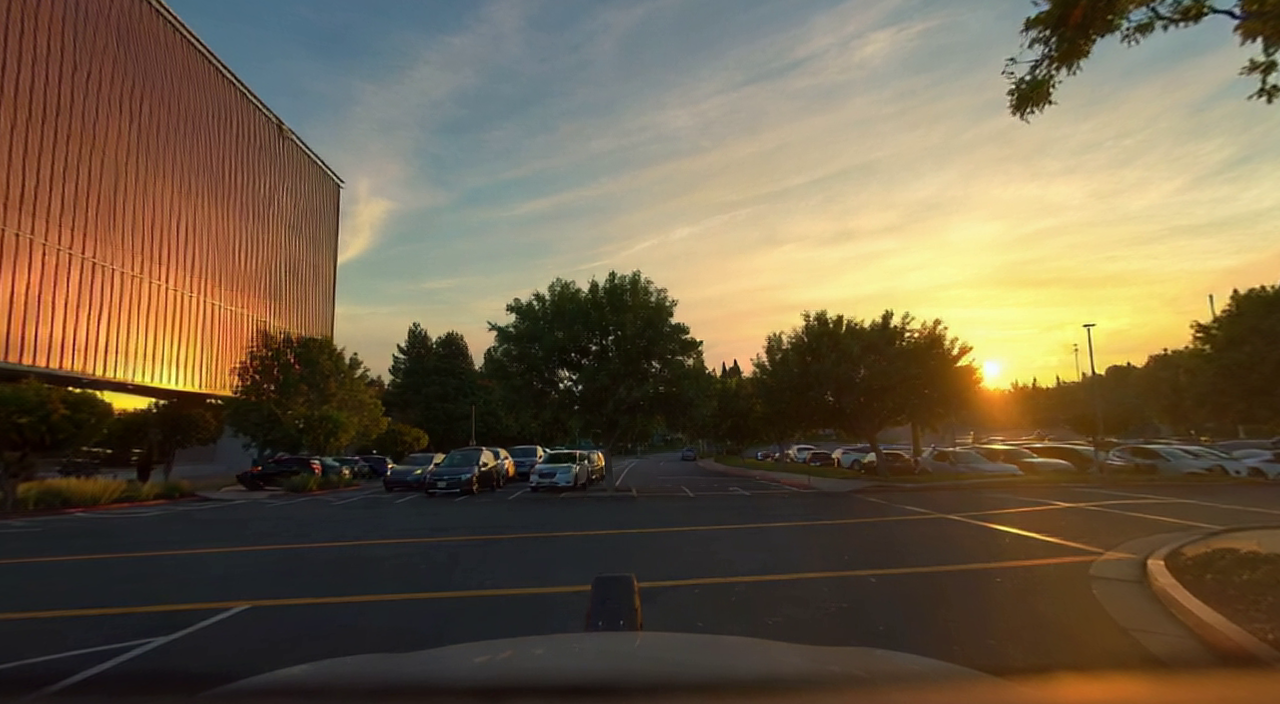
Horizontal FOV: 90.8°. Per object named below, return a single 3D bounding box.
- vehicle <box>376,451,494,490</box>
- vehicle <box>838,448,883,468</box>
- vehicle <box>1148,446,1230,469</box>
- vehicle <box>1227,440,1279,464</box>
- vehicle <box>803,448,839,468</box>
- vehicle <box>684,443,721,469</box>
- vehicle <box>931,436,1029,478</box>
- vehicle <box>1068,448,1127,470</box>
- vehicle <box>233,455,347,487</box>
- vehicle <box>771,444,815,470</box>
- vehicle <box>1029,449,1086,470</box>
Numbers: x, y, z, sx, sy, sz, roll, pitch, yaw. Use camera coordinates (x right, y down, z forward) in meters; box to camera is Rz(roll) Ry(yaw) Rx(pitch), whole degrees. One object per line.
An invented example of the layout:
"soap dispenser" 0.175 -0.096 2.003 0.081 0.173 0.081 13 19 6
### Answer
"vehicle" -8.702 4.978 26.905 4.442 1.504 1.809 4 -10 -28
"vehicle" 17.055 8.221 49.080 1.971 1.478 4.477 0 -8 1
"vehicle" 37.011 7.118 42.764 1.678 1.423 4.191 0 -8 -2
"vehicle" 43.061 6.818 43.090 1.758 1.572 4.421 0 -8 1
"vehicle" 14.199 8.300 49.648 1.935 1.477 3.719 0 -8 4
"vehicle" 4.605 7.745 47.301 2.262 1.794 5.331 0 -8 1
"vehicle" 16.475 5.094 30.977 2.048 1.852 4.998 0 -9 1
"vehicle" 31.293 7.307 43.273 1.519 1.371 3.278 0 -8 -1
"vehicle" -16.739 5.695 30.361 4.331 1.437 1.876 0 -8 3
"vehicle" 10.527 7.201 43.696 1.936 1.673 4.305 0 -8 0
"vehicle" 28.304 7.285 42.900 1.495 1.371 3.336 0 -9 0
